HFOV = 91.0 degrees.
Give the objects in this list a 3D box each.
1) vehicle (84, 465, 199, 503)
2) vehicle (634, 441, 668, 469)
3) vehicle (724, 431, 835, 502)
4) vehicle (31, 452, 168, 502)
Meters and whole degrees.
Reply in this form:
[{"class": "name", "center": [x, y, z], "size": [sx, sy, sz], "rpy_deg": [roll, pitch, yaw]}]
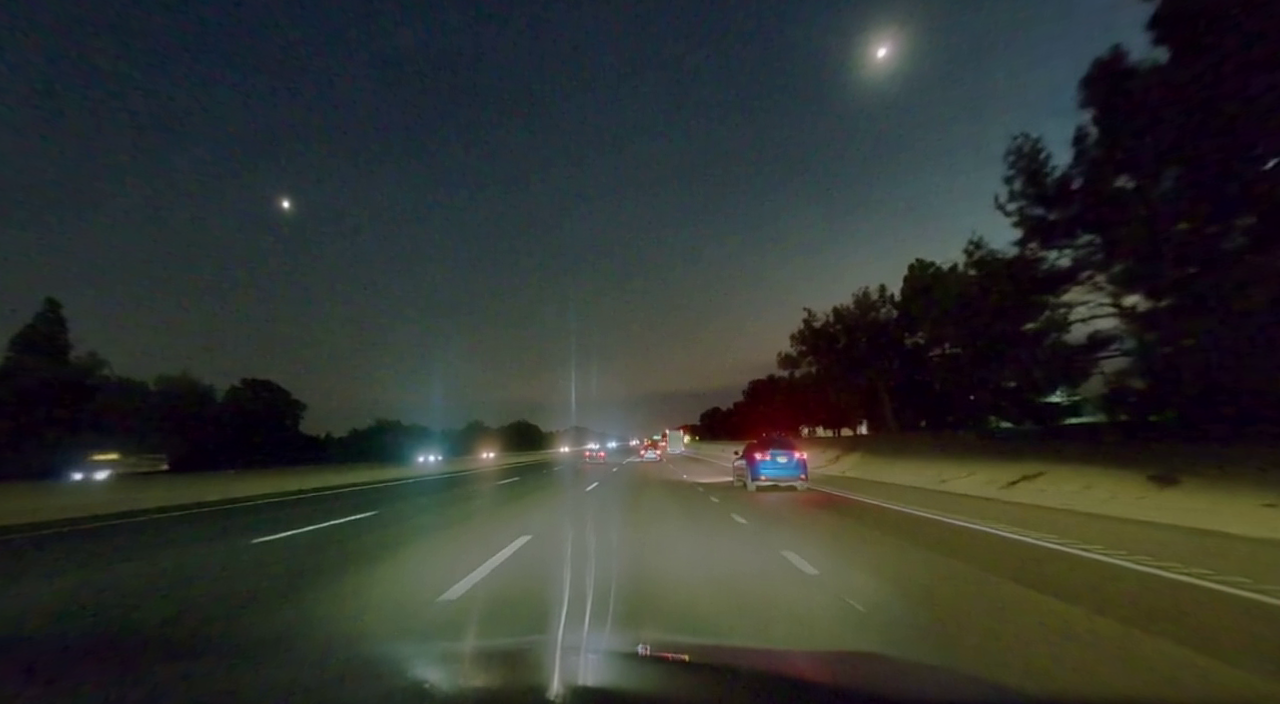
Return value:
[{"class": "vehicle", "center": [-25.242, 6.662, 32.143], "size": [1.985, 1.648, 4.681], "rpy_deg": [0, -9, 1]}, {"class": "vehicle", "center": [0.714, 7.053, 43.400], "size": [2.205, 1.785, 4.423], "rpy_deg": [0, -9, 0]}, {"class": "vehicle", "center": [3.700, 3.134, 17.638], "size": [2.082, 1.720, 4.393], "rpy_deg": [0, -9, 0]}, {"class": "vehicle", "center": [-28.895, 6.642, 34.027], "size": [2.301, 2.405, 5.567], "rpy_deg": [0, -9, 1]}]
